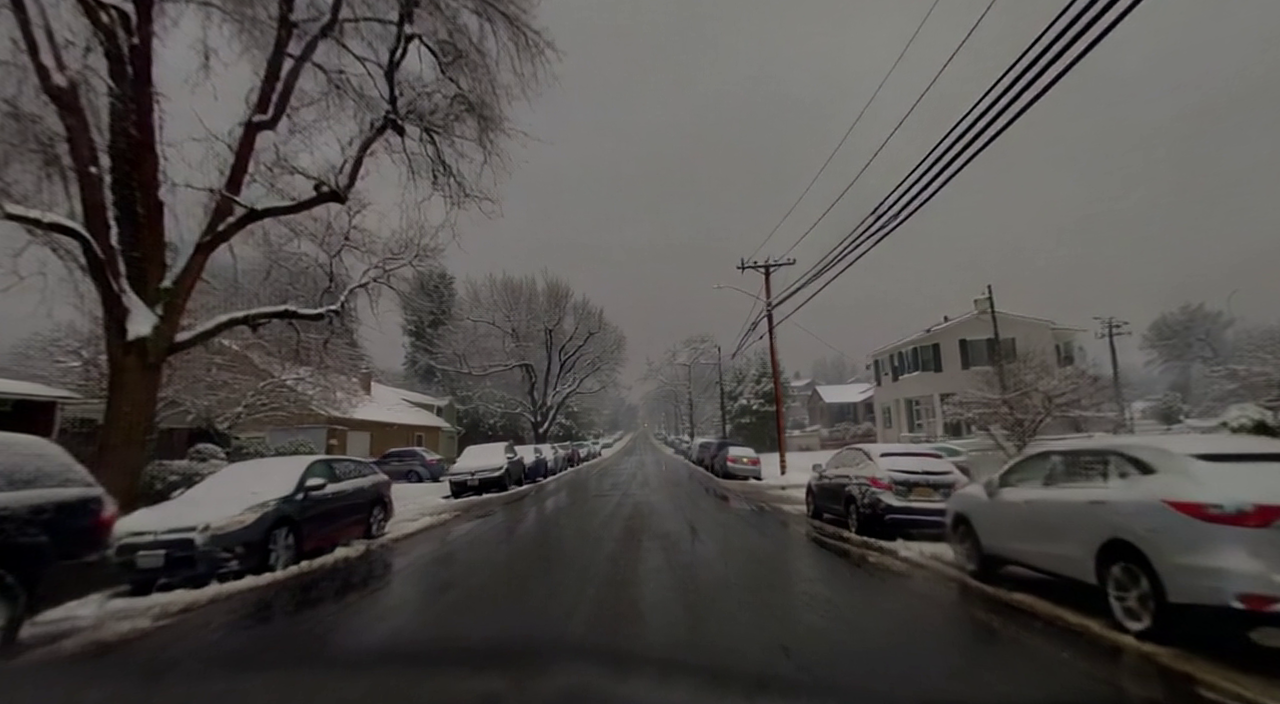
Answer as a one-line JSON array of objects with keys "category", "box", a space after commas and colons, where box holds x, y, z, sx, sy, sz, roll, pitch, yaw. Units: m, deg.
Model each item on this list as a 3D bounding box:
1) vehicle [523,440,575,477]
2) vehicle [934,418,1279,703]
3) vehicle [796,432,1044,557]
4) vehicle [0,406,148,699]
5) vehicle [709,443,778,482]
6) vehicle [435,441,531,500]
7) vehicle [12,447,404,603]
[{"category": "vehicle", "box": [-5.162, 6.126, 36.787, 2.184, 1.958, 5.757, 0, -8, 0]}, {"category": "vehicle", "box": [4.451, 1.444, 5.347, 1.864, 1.592, 4.221, 0, -8, 0]}, {"category": "vehicle", "box": [4.233, 2.264, 10.658, 2.057, 1.511, 4.858, 2, -10, 1]}, {"category": "vehicle", "box": [-5.083, 1.024, 2.472, 2.360, 1.772, 4.907, 0, -8, -1]}, {"category": "vehicle", "box": [4.360, 4.721, 27.390, 2.174, 1.504, 4.809, 0, -8, 0]}, {"category": "vehicle", "box": [-5.013, 3.837, 20.873, 2.032, 1.716, 4.382, 0, -8, 0]}, {"category": "vehicle", "box": [-5.156, 2.069, 8.599, 2.109, 1.501, 4.522, 0, -8, 0]}]
